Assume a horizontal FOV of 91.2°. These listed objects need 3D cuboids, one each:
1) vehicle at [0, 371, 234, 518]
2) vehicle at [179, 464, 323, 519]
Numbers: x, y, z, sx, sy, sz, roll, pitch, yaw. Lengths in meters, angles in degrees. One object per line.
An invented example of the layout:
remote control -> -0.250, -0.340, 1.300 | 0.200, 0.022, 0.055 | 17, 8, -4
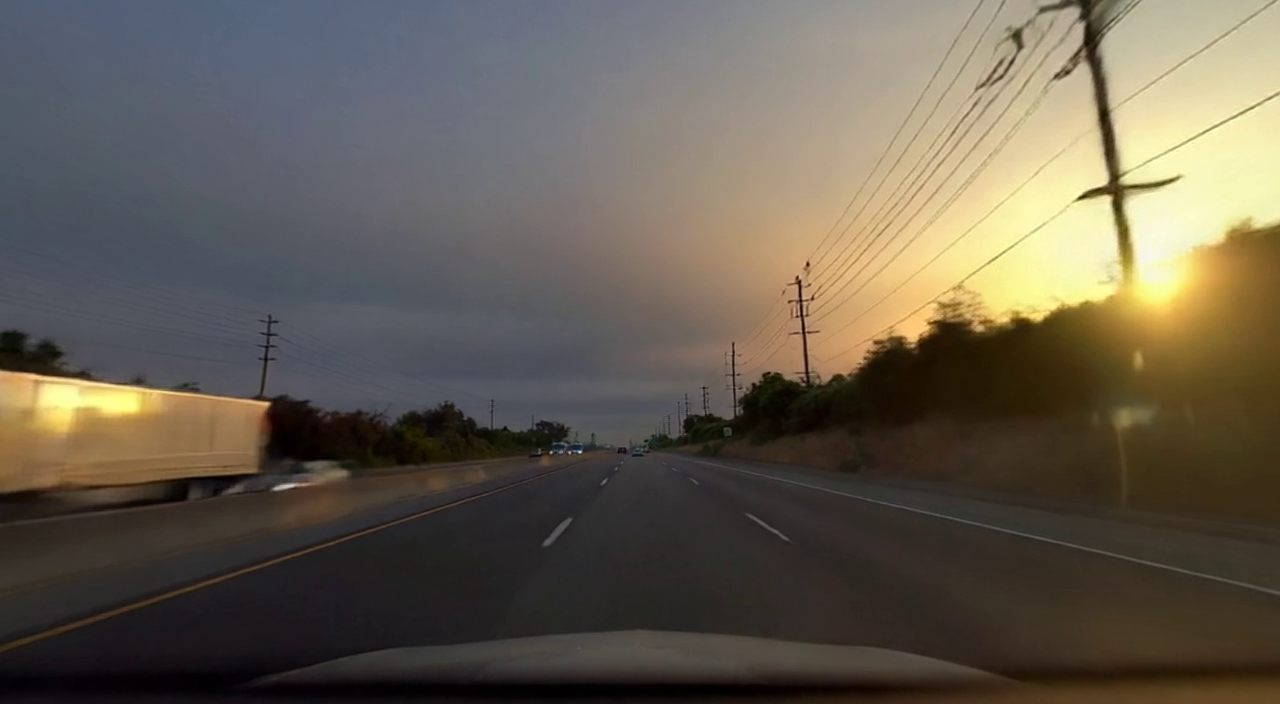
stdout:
vehicle -> -19.584, 3.061, 20.541 | 3.123, 4.065, 14.086 | 0, -9, 0
vehicle -> -12.024, 4.305, 19.757 | 2.053, 1.445, 3.969 | 0, -9, -1
